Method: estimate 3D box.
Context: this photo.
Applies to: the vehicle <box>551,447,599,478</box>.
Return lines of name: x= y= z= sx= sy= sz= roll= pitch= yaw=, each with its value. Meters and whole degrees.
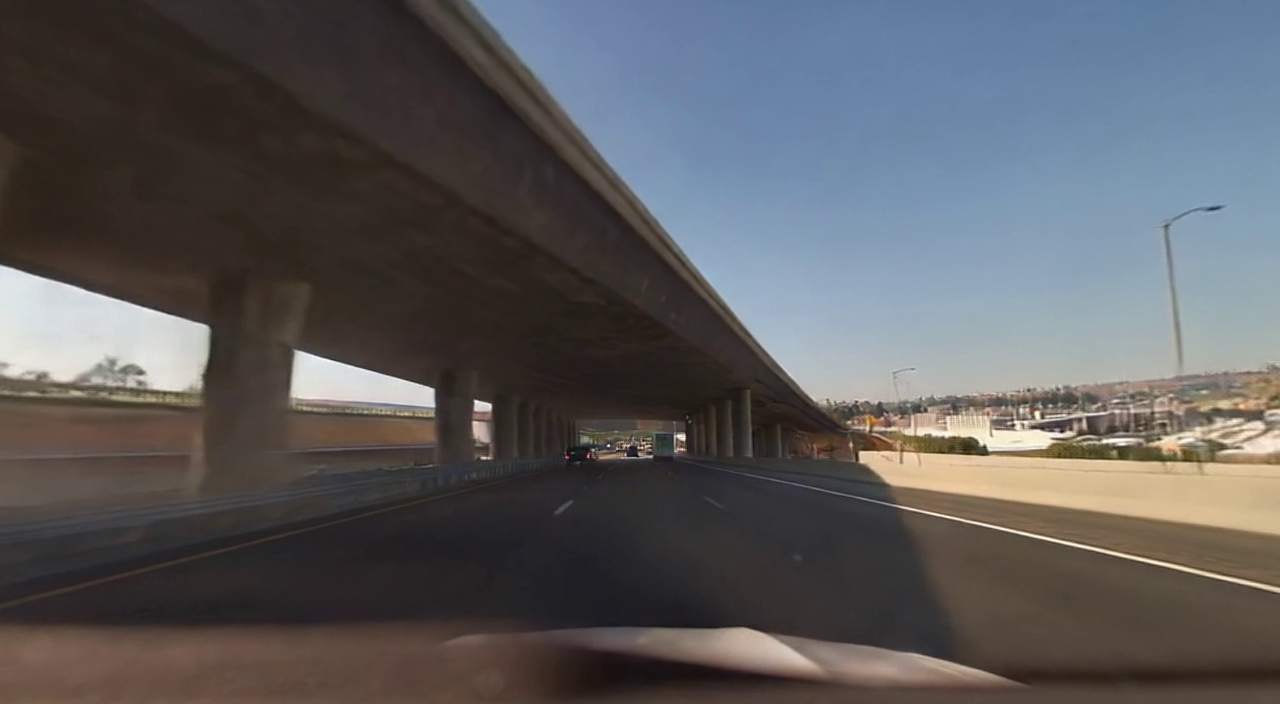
vehicle: x=-3.326 y=5.734 z=32.870 sx=2.100 sy=1.525 sz=4.179 roll=0 pitch=-9 yaw=0
